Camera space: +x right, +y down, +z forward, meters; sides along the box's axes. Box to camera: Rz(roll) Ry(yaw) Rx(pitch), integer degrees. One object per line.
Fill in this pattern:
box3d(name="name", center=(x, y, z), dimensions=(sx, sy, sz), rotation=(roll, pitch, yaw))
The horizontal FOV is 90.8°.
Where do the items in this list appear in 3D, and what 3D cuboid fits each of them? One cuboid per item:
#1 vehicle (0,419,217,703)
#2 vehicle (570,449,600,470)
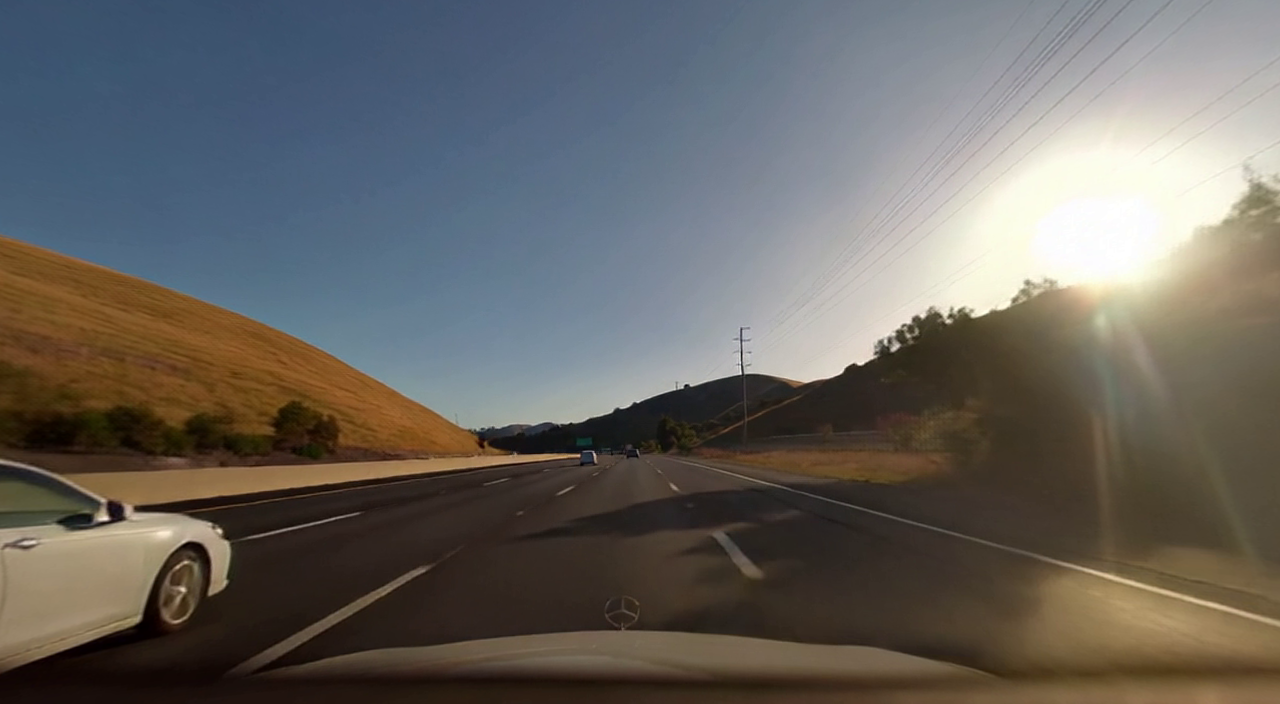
box3d(name="vehicle", center=(-4.184, 0.940, 2.150), dimensions=(2.064, 1.489, 4.966), rotation=(0, -9, 0))
box3d(name="vehicle", center=(-4.123, 8.110, 47.907), dimensions=(1.924, 1.511, 4.079), rotation=(0, -9, 0))
